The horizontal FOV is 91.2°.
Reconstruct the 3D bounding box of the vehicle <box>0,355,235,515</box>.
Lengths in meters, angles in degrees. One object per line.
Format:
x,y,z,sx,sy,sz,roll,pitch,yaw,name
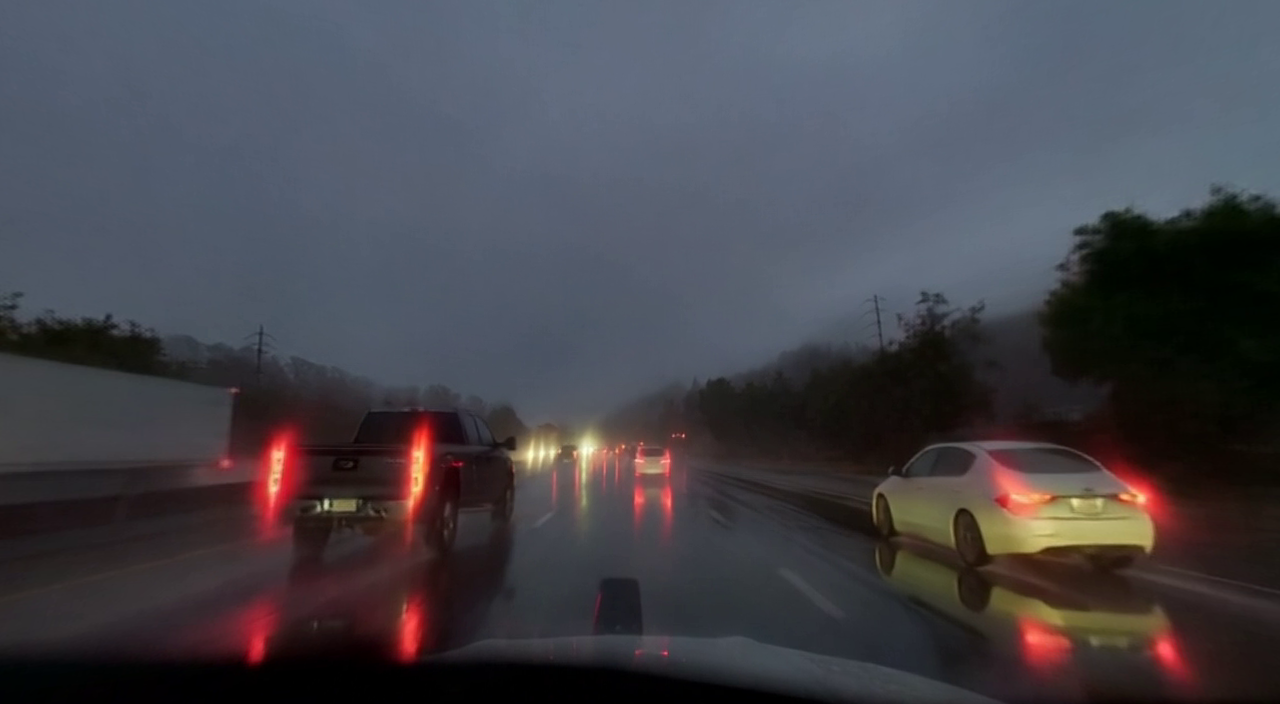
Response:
-17.694,2.362,17.450,2.916,4.023,14.198,-1,-9,2,vehicle

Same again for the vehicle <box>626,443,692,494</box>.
0.564,3.946,21.571,2.015,1.526,4.286,0,-9,-1,vehicle

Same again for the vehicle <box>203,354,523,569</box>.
-3.743,1.714,10.307,2.523,2.458,6.022,0,-9,0,vehicle

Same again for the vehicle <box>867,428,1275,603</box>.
4.505,1.736,7.533,1.961,1.491,4.035,0,-9,-1,vehicle

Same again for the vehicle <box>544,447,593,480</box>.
-3.544,5.596,31.783,1.940,1.502,4.463,0,-9,0,vehicle
